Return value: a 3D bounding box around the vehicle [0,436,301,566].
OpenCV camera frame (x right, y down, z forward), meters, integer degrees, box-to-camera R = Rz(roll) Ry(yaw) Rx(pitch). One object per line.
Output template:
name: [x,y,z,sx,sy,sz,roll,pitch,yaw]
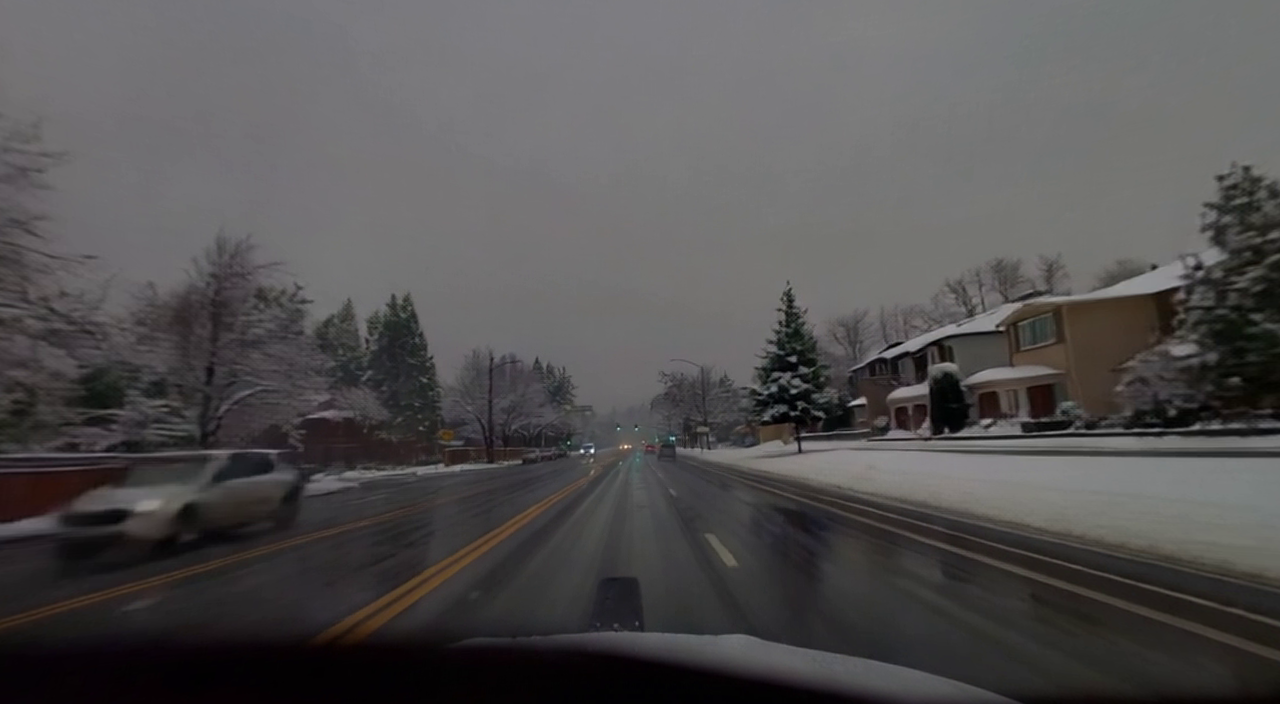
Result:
vehicle: [-8.109,2.342,10.792,2.053,1.713,4.618,0,-9,0]
